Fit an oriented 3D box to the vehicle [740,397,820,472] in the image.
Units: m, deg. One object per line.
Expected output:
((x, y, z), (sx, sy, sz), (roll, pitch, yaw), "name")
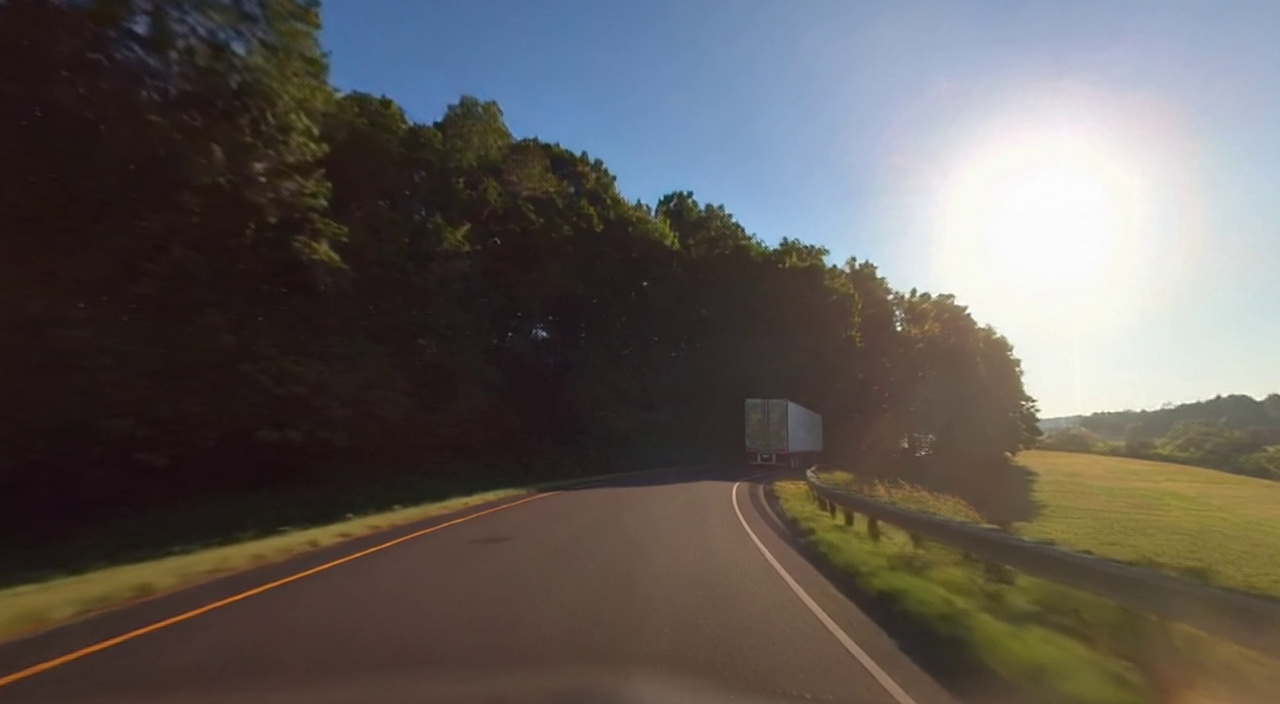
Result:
((9.706, 5.683, 42.048), (3.087, 4.178, 13.682), (-3, -10, 21), "vehicle")
